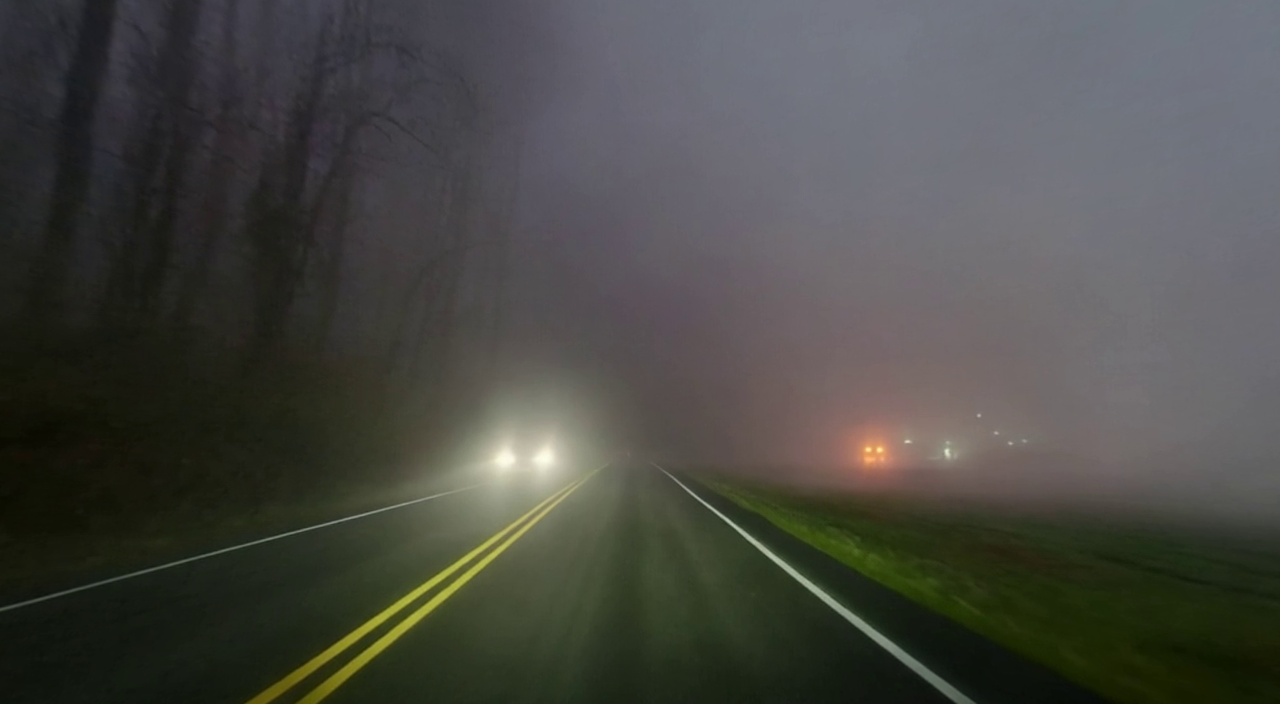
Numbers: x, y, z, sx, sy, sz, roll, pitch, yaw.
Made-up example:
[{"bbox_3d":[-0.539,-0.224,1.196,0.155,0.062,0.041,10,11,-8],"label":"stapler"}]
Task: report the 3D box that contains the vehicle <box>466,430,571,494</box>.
[{"bbox_3d":[-4.058,3.846,22.461,2.531,1.923,6.417,0,-8,-1],"label":"vehicle"}]
